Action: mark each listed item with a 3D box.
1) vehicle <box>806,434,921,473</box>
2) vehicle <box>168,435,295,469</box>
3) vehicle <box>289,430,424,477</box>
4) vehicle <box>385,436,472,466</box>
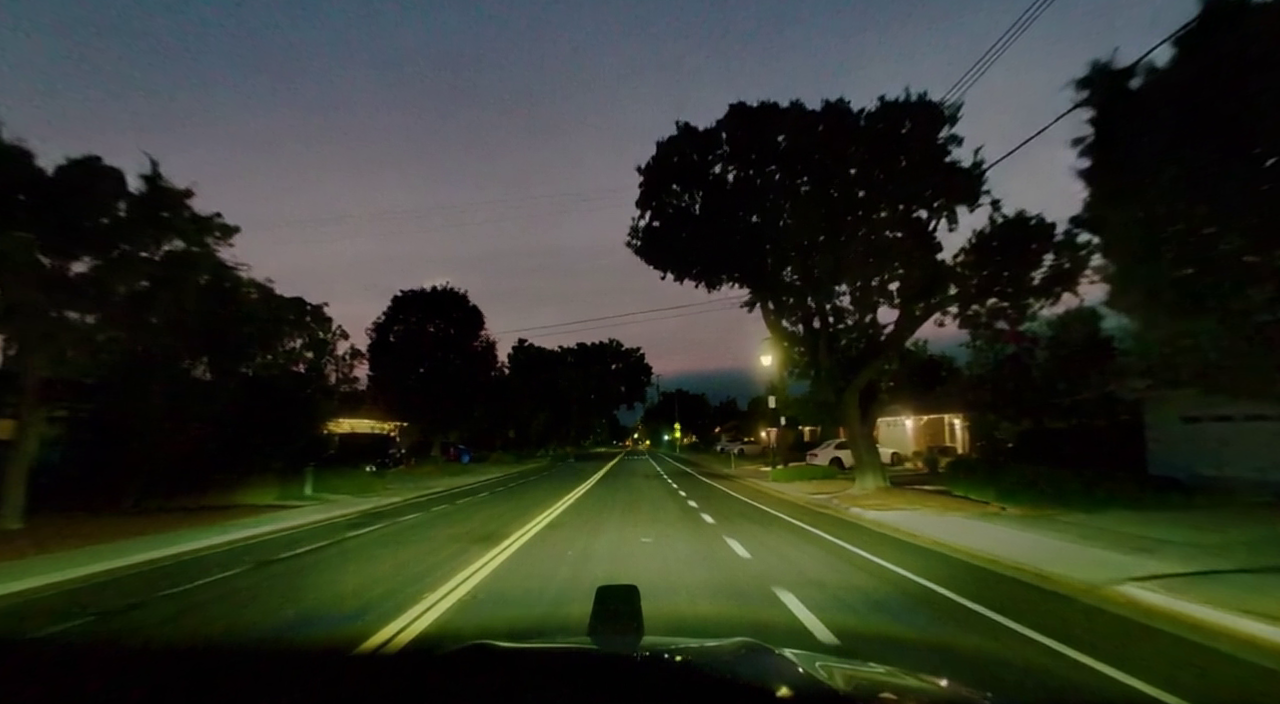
[{"bbox_3d":[10.740,4.899,30.571,4.751,1.518,1.885,-4,-8,-1],"label":"vehicle"},{"bbox_3d":[-18.871,4.669,29.367,4.351,1.488,2.114,1,-9,-3],"label":"vehicle"},{"bbox_3d":[-12.459,4.474,27.991,5.009,1.880,1.961,-1,-8,1],"label":"vehicle"},{"bbox_3d":[-12.792,6.019,38.442,4.549,1.802,2.081,0,-9,2],"label":"vehicle"}]
